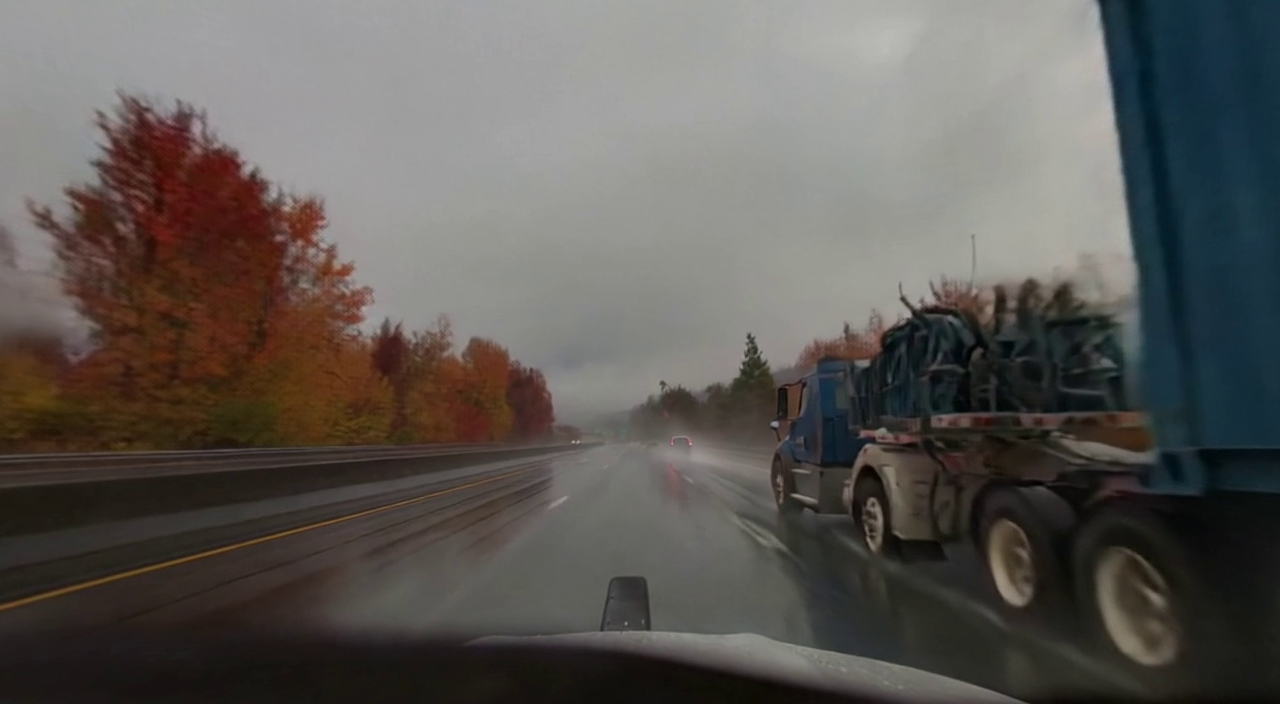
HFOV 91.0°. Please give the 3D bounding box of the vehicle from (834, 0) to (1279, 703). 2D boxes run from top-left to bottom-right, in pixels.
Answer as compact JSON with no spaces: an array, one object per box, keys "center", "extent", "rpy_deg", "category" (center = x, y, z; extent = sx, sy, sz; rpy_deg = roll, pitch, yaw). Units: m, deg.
[{"center":[3.938,-0.553,1.574],"extent":[2.903,4.003,13.046],"rpy_deg":[0,-8,1],"category":"vehicle"}]
